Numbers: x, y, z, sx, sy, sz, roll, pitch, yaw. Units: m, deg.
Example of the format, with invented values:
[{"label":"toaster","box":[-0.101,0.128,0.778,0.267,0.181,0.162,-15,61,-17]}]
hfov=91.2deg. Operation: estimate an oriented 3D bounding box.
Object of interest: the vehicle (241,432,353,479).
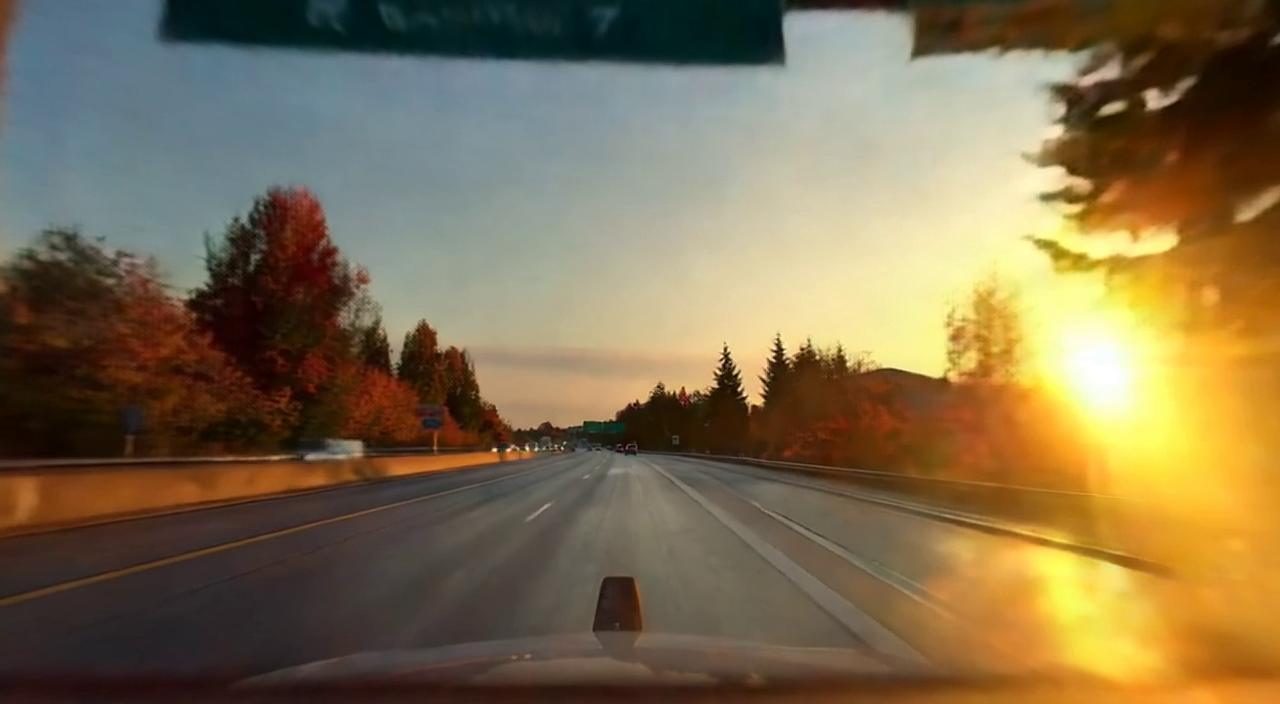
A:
[{"label":"vehicle","box":[-12.340,3.763,22.873,1.851,1.525,4.105,0,-9,-2]}]
